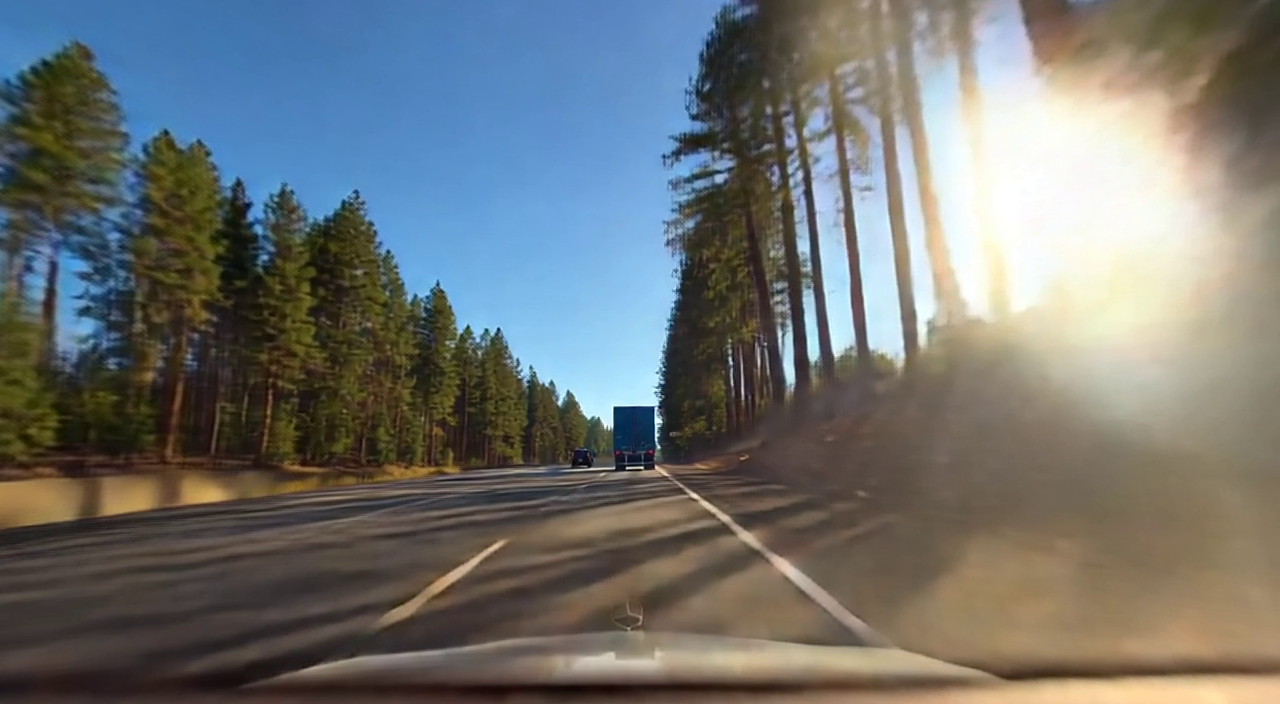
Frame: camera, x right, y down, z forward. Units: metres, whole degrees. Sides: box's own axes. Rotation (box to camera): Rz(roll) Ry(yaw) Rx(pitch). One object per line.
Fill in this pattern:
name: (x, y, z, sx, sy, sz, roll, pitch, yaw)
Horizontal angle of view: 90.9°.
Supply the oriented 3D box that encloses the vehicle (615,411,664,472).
vehicle: (-0.102, 7.044, 49.593, 3.320, 4.173, 11.889, 0, -8, -1)
